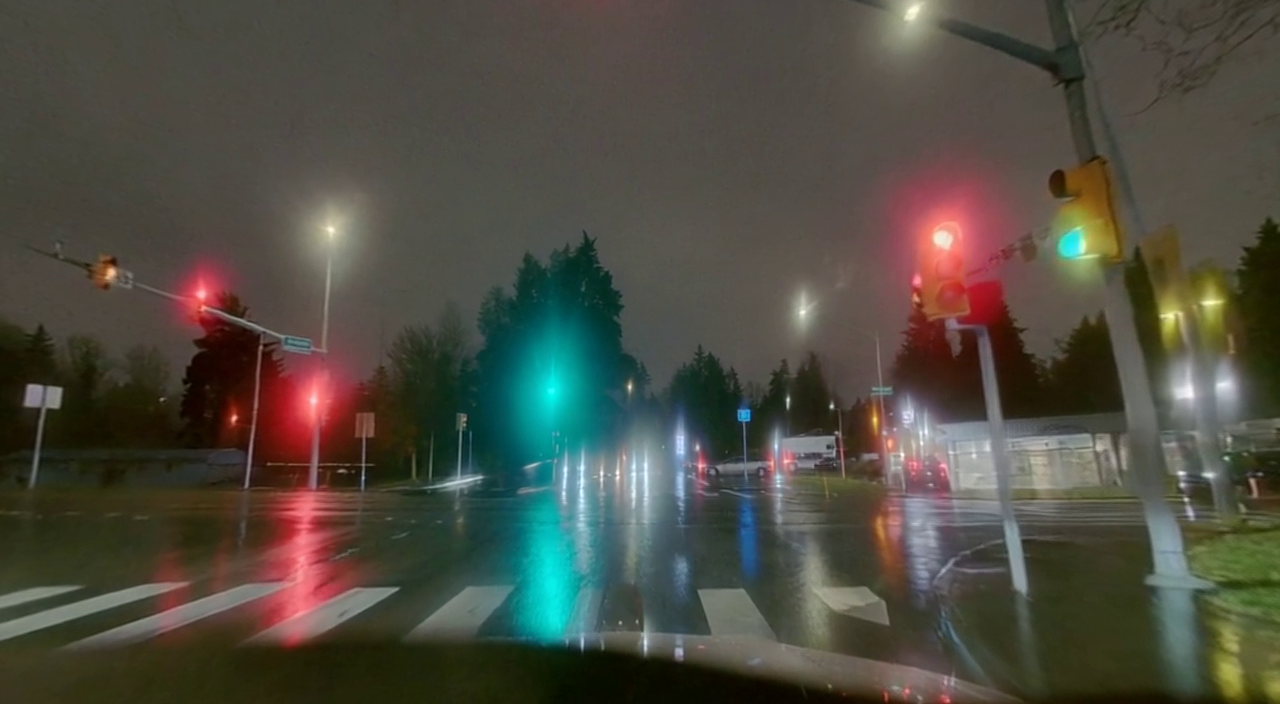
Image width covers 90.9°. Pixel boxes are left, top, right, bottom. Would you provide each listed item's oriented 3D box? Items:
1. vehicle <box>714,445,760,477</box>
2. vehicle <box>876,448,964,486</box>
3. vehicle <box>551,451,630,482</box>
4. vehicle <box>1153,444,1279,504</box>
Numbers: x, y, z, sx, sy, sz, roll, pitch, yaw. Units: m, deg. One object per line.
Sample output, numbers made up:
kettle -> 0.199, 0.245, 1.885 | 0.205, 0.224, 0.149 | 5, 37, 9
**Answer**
vehicle -> 6.692, 7.491, 43.557 | 1.491, 2.041, 2.964 | 6, -10, -33
vehicle -> 12.183, 5.117, 27.752 | 1.922, 1.529, 3.964 | 1, -12, -1
vehicle -> -2.744, 6.303, 35.001 | 3.991, 1.526, 1.868 | -5, -9, 31
vehicle -> 16.682, 3.265, 17.119 | 3.876, 1.512, 1.784 | 0, -8, -1
